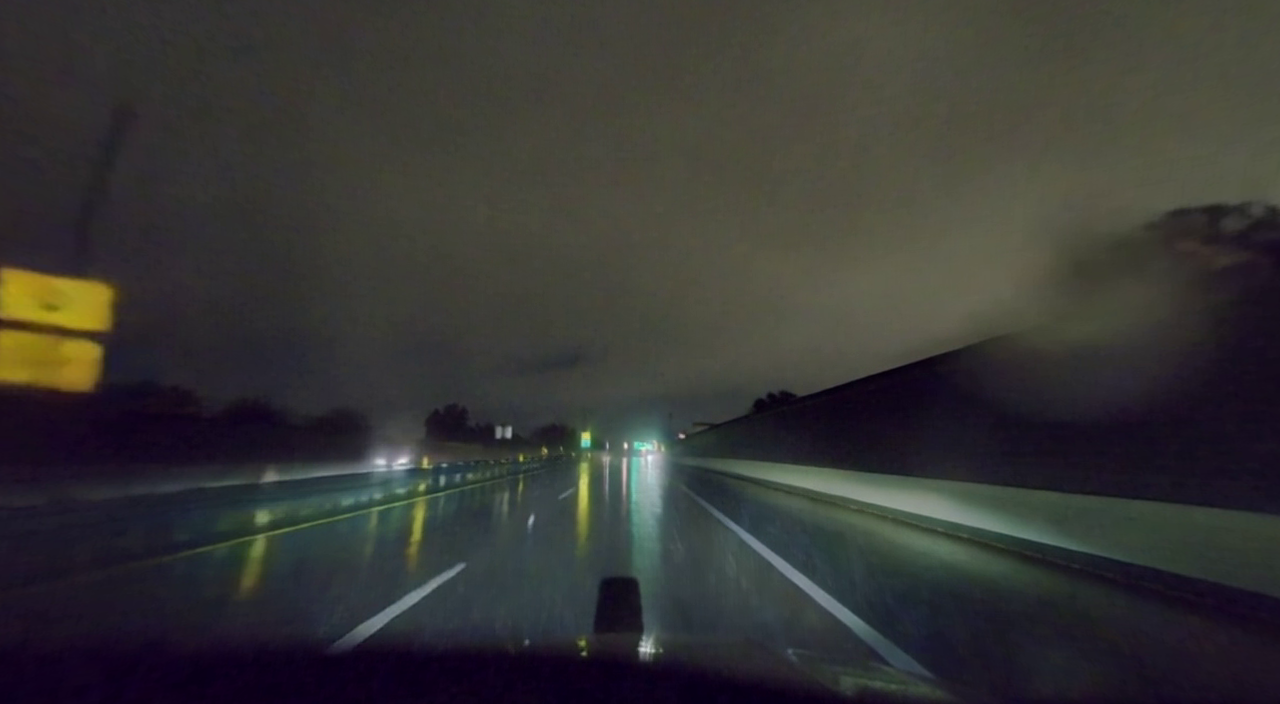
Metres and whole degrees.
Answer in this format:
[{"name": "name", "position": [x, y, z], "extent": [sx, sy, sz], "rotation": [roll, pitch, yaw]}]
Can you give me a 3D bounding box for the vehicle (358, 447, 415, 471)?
[{"name": "vehicle", "position": [-17.108, 7.252, 42.722], "extent": [1.928, 1.475, 4.749], "rotation": [0, -9, 0]}]
